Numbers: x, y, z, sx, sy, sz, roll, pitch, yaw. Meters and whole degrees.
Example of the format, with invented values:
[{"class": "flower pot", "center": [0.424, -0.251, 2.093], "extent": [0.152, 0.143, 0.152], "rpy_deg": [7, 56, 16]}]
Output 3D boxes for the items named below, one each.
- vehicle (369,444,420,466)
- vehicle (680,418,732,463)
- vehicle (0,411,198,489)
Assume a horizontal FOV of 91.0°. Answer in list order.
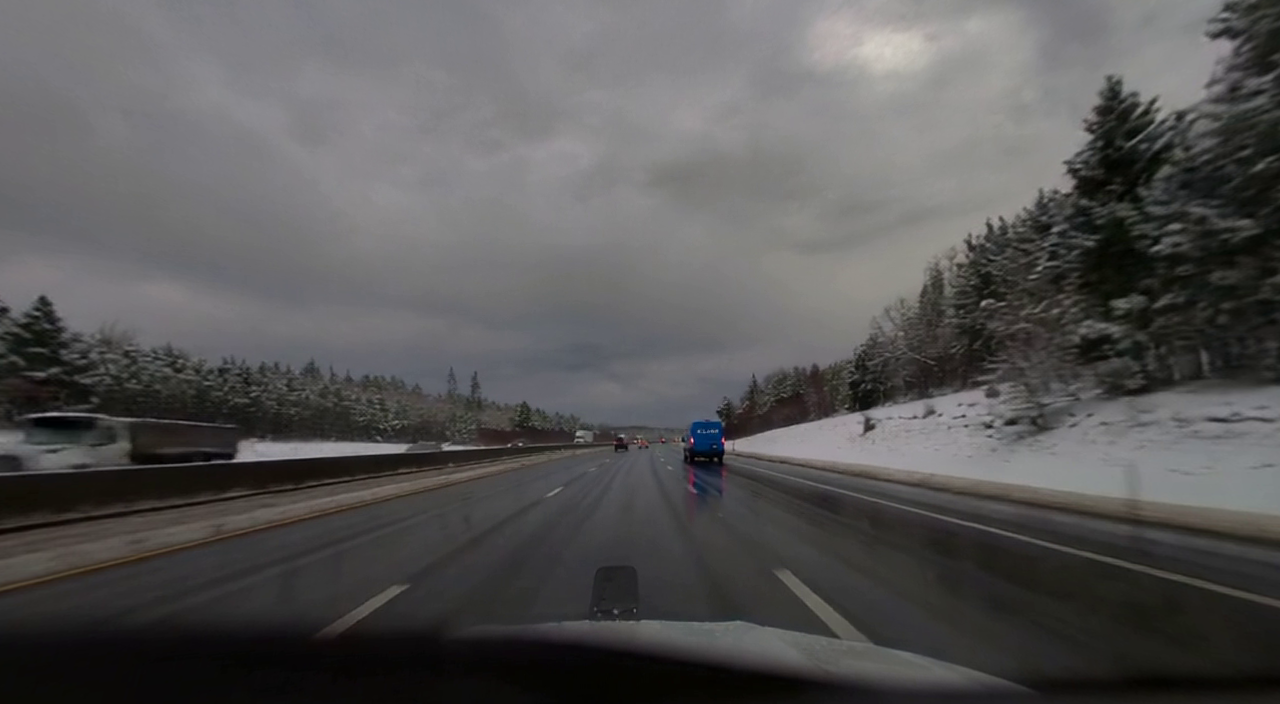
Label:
[{"class": "vehicle", "center": [-16.944, 7.091, 43.599], "extent": [1.848, 1.459, 4.093], "rpy_deg": [-1, -8, 1]}, {"class": "vehicle", "center": [3.968, 5.477, 38.880], "extent": [2.485, 2.562, 5.535], "rpy_deg": [0, -8, -1]}, {"class": "vehicle", "center": [-21.688, 3.932, 25.504], "extent": [2.547, 2.693, 6.627], "rpy_deg": [-1, -8, 2]}]
